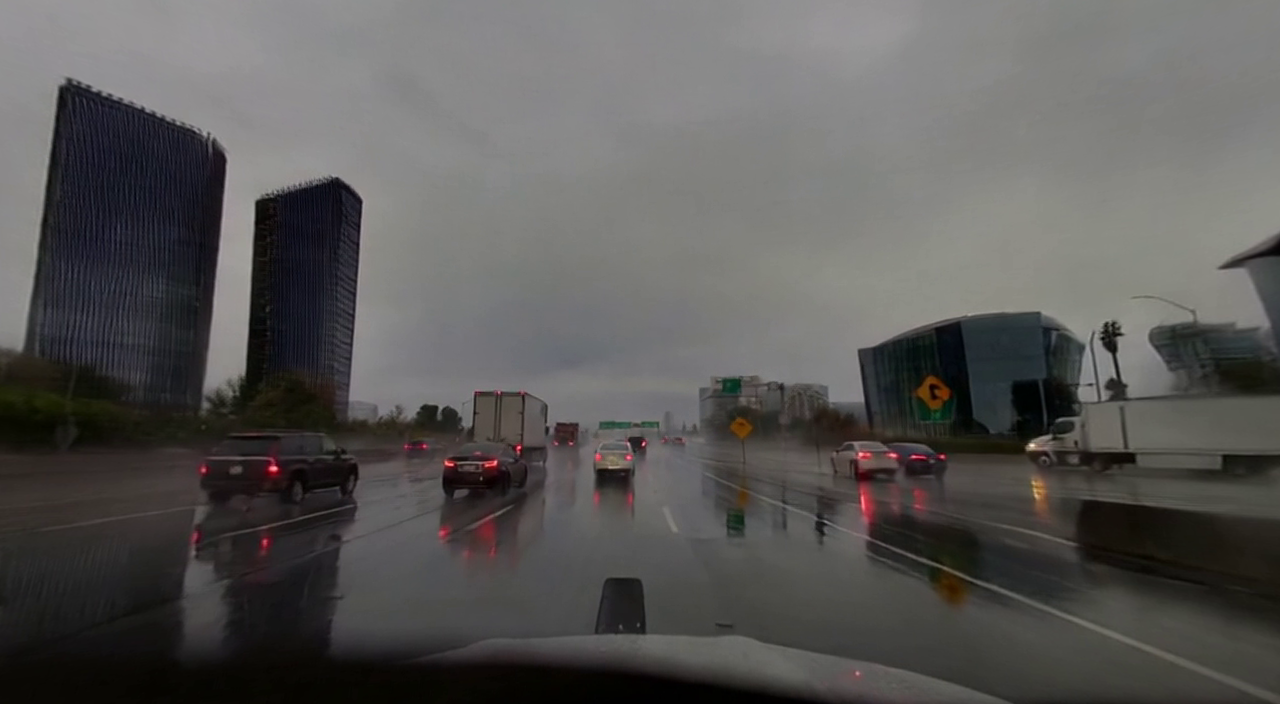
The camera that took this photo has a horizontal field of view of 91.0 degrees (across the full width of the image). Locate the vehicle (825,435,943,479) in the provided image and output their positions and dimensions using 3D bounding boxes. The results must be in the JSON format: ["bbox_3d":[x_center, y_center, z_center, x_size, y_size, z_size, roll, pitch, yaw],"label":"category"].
[{"bbox_3d":[12.046,5.222,31.642,2.415,1.972,5.572,3,-9,-18],"label":"vehicle"}]

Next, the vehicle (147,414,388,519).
[{"bbox_3d":[-7.522,2.379,13.522,2.190,1.821,4.800,0,-9,1],"label":"vehicle"}]

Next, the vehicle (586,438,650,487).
[{"bbox_3d":[-0.684,3.764,21.748,1.991,1.488,3.922,0,-9,0],"label":"vehicle"}]

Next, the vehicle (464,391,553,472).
[{"bbox_3d":[-6.084,3.963,30.594,2.955,3.359,8.322,1,-9,-3],"label":"vehicle"}]

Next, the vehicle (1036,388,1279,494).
[{"bbox_3d":[22.508,3.714,26.145,3.015,3.855,9.519,8,-11,-41],"label":"vehicle"}]

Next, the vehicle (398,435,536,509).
[{"bbox_3d":[-3.942,2.813,15.231,2.016,1.497,4.235,0,-9,2],"label":"vehicle"}]

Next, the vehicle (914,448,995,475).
[{"bbox_3d":[18.370,6.388,37.022,1.902,1.494,4.239,3,-9,-14],"label":"vehicle"}]
